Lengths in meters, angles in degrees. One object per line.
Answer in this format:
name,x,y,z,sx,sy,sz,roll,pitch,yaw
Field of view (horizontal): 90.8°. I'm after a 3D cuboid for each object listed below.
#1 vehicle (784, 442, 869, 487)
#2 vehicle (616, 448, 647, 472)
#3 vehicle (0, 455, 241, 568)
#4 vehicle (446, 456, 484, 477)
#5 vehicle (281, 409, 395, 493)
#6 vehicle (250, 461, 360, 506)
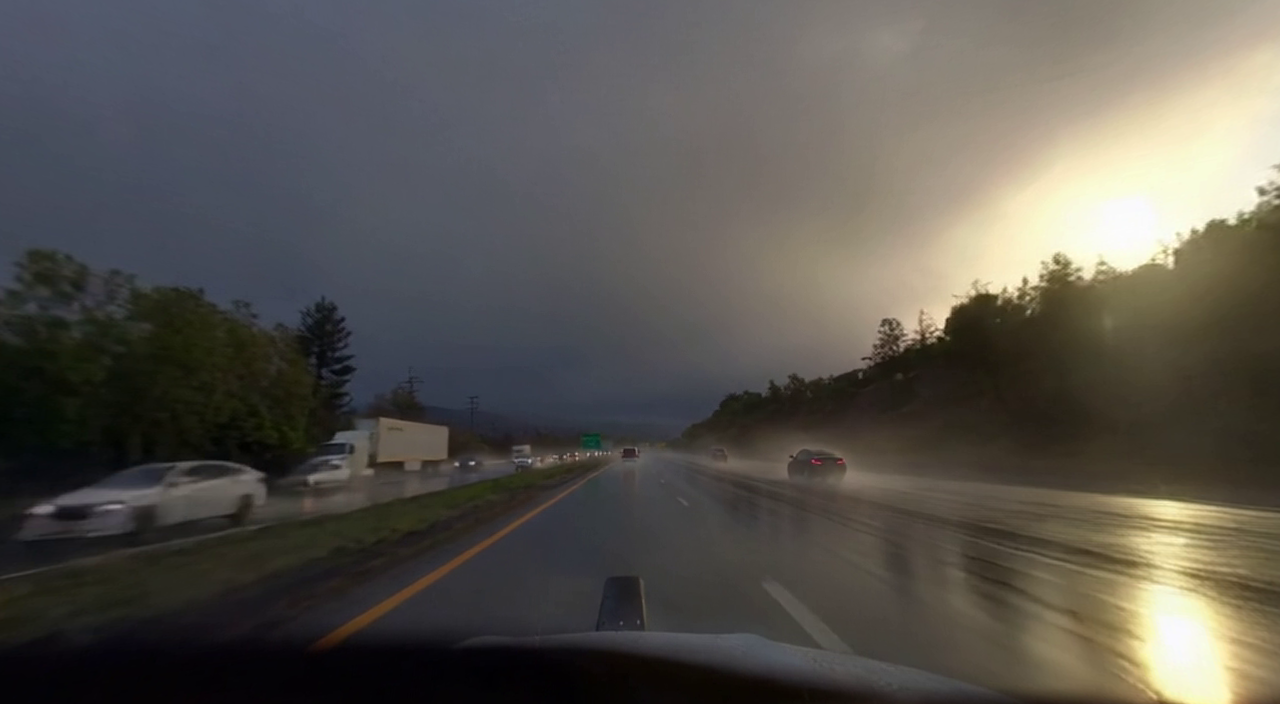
vehicle,6.938,4.218,23.924,1.903,1.566,3.866,0,-9,-2
vehicle,-0.574,7.336,43.061,2.021,1.507,4.272,0,-9,0
vehicle,-9.009,2.551,10.766,1.857,1.511,3.838,0,-9,0
vehicle,-13.632,8.940,49.351,1.807,1.535,4.105,0,-9,0
vehicle,-16.862,5.623,35.867,3.339,4.325,5.934,0,-9,0
vehicle,-12.930,5.071,24.740,1.841,1.485,4.485,0,-9,0
